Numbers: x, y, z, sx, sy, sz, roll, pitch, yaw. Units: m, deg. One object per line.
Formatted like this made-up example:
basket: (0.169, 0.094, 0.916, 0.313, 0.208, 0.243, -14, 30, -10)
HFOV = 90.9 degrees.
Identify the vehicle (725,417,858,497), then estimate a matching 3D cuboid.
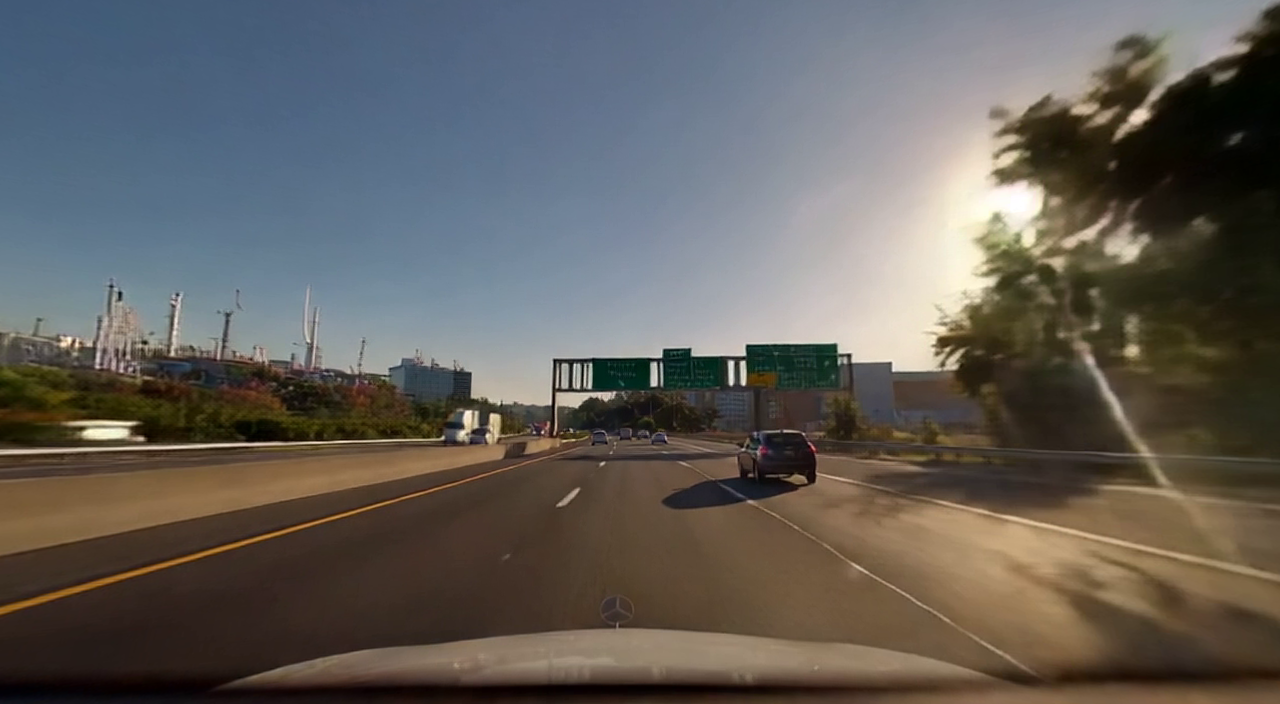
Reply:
vehicle: (3.415, 2.452, 15.118, 2.022, 1.637, 4.229, 0, -8, -2)
